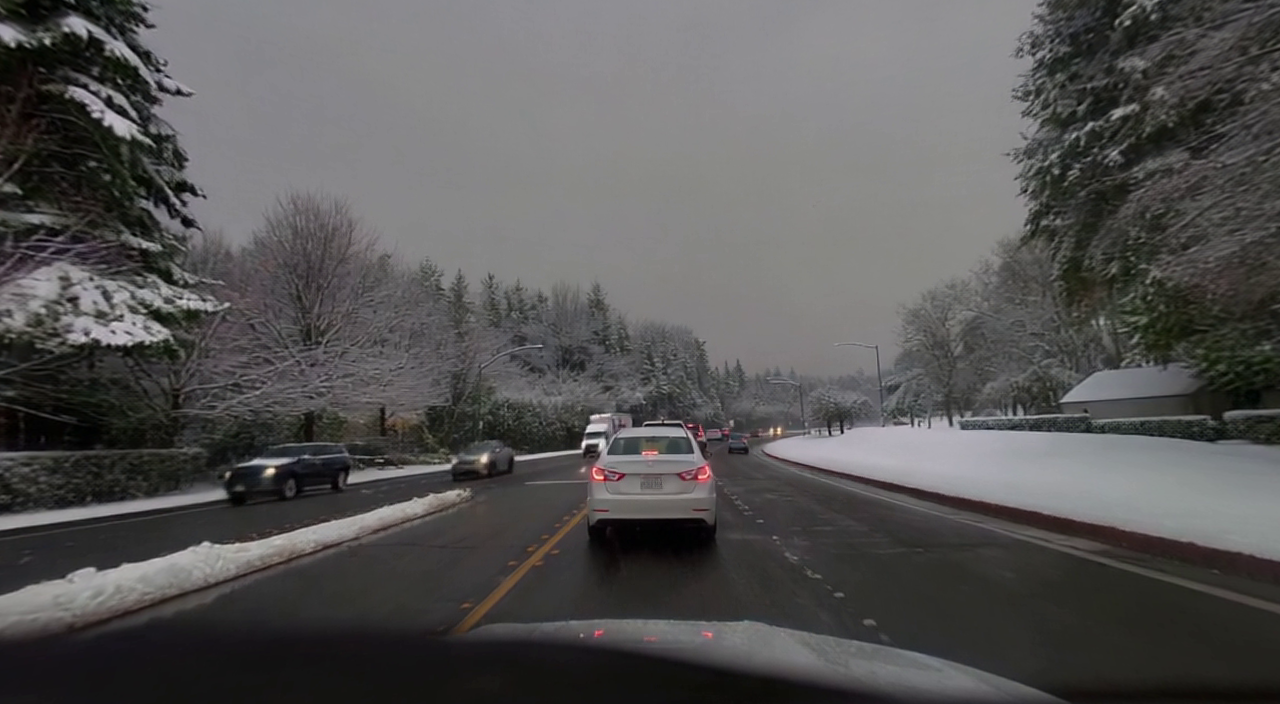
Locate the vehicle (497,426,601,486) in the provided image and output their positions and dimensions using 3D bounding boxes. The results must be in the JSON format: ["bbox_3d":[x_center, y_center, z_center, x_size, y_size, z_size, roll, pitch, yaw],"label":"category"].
[{"bbox_3d":[-2.930,3.480,21.492,2.057,1.786,4.725,-2,-8,11],"label":"vehicle"}]

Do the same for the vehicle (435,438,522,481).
[{"bbox_3d":[-6.135,4.132,24.587,1.923,1.492,4.577,-1,-8,4],"label":"vehicle"}]

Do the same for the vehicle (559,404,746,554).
[{"bbox_3d":[0.176,1.776,9.439,2.154,1.710,4.128,-1,-8,1],"label":"vehicle"}]

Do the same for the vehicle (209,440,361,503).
[{"bbox_3d":[-10.737,3.595,19.546,2.005,1.701,4.355,-1,-8,2],"label":"vehicle"}]

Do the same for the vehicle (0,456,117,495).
[{"bbox_3d":[-27.341,5.780,29.654,4.272,1.438,1.801,-5,-9,9],"label":"vehicle"}]

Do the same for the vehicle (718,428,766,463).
[{"bbox_3d":[5.545,5.155,34.781,2.155,1.786,4.459,-1,-8,3],"label":"vehicle"}]

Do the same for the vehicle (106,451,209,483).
[{"bbox_3d":[-26.728,6.371,34.994,4.256,1.633,1.940,-1,-8,7],"label":"vehicle"}]
